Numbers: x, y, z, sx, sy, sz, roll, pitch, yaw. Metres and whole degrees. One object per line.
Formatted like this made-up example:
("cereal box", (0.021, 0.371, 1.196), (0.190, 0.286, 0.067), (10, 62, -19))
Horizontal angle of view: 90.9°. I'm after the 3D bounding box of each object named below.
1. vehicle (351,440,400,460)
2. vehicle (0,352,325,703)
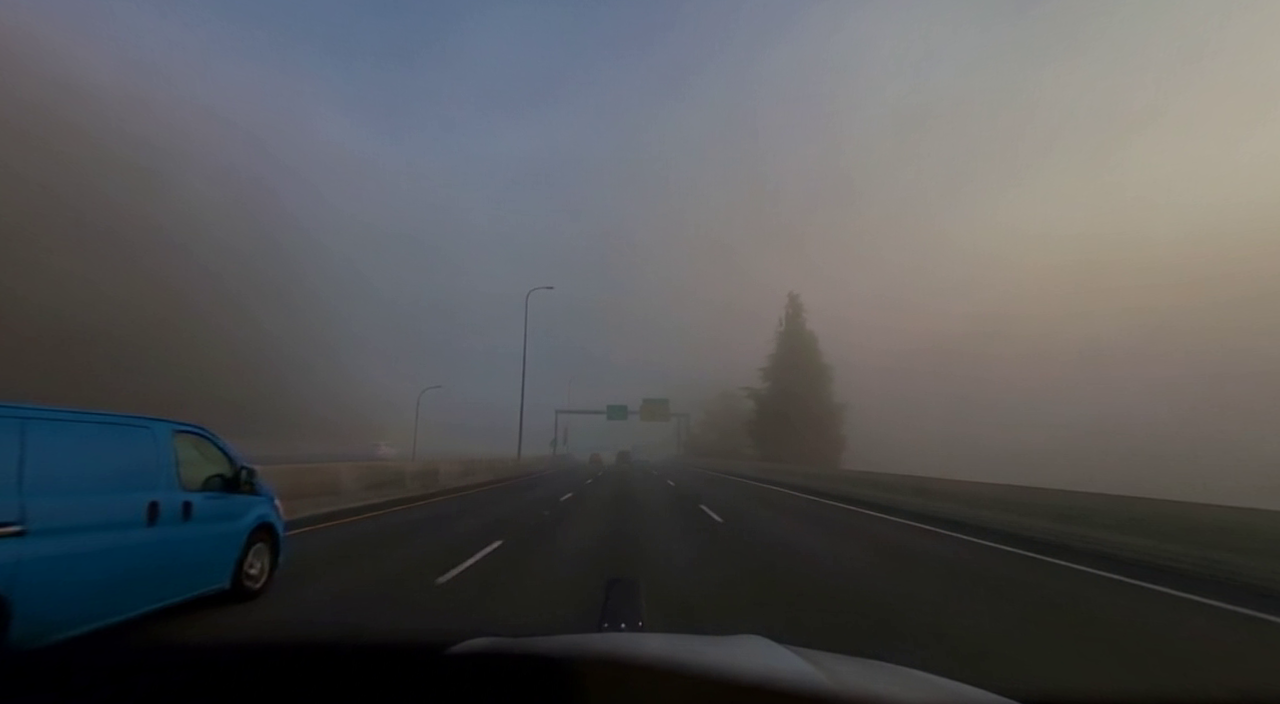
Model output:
("vehicle", (-19.933, 7.402, 47.668), (1.901, 1.465, 4.173), (0, -9, 0))
("vehicle", (-4.155, 1.067, 4.104), (1.971, 1.795, 4.389), (0, -9, -1))
